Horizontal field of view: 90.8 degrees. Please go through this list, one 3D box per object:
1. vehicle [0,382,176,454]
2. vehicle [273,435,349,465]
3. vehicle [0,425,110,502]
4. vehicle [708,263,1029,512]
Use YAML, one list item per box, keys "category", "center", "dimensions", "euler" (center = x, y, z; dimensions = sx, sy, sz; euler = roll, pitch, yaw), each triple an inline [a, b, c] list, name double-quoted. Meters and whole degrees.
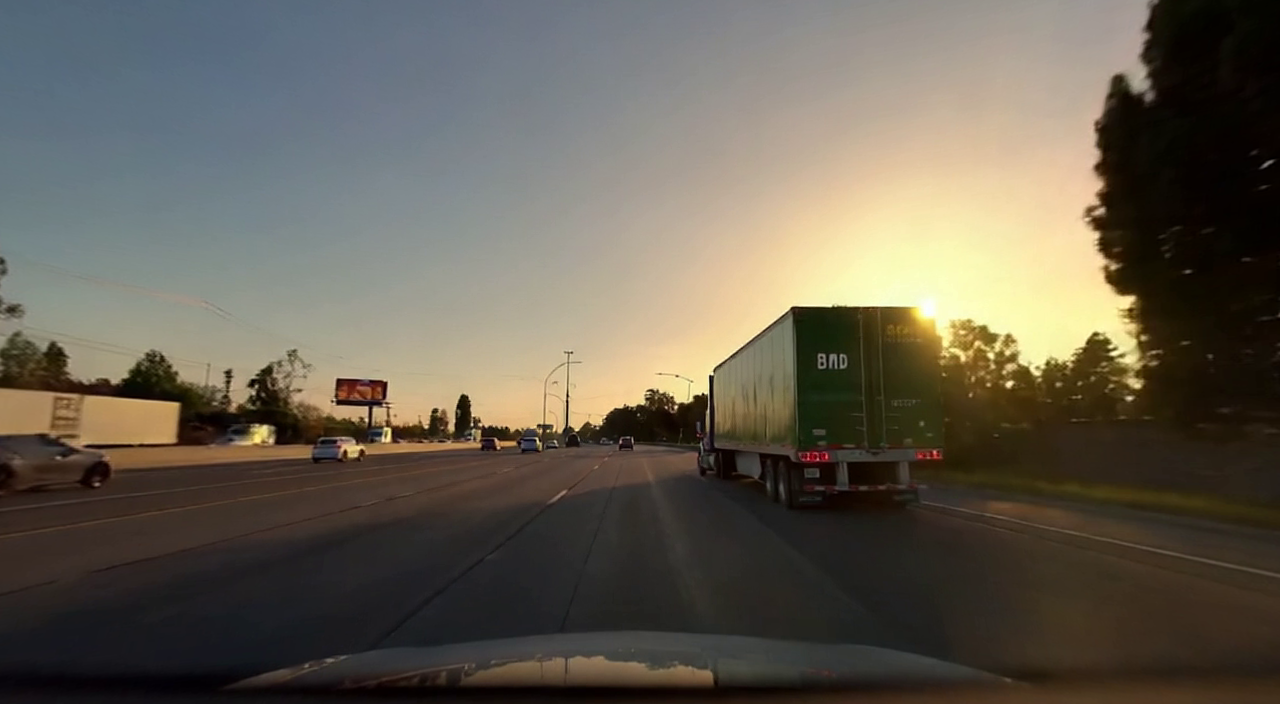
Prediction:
- category: "vehicle"
  center: [-38.659, 4.700, 42.474]
  dimensions: [2.924, 4.077, 16.538]
  euler: [0, -8, -2]
- category: "vehicle"
  center: [-18.437, 5.514, 35.660]
  dimensions: [1.913, 1.540, 4.540]
  euler: [0, -8, -1]
- category: "vehicle"
  center: [-14.720, 2.400, 13.578]
  dimensions: [1.970, 1.618, 5.364]
  euler: [0, -8, 0]
- category: "vehicle"
  center: [4.357, 1.609, 17.442]
  dimensions: [2.891, 3.944, 15.051]
  euler: [0, -8, -2]
